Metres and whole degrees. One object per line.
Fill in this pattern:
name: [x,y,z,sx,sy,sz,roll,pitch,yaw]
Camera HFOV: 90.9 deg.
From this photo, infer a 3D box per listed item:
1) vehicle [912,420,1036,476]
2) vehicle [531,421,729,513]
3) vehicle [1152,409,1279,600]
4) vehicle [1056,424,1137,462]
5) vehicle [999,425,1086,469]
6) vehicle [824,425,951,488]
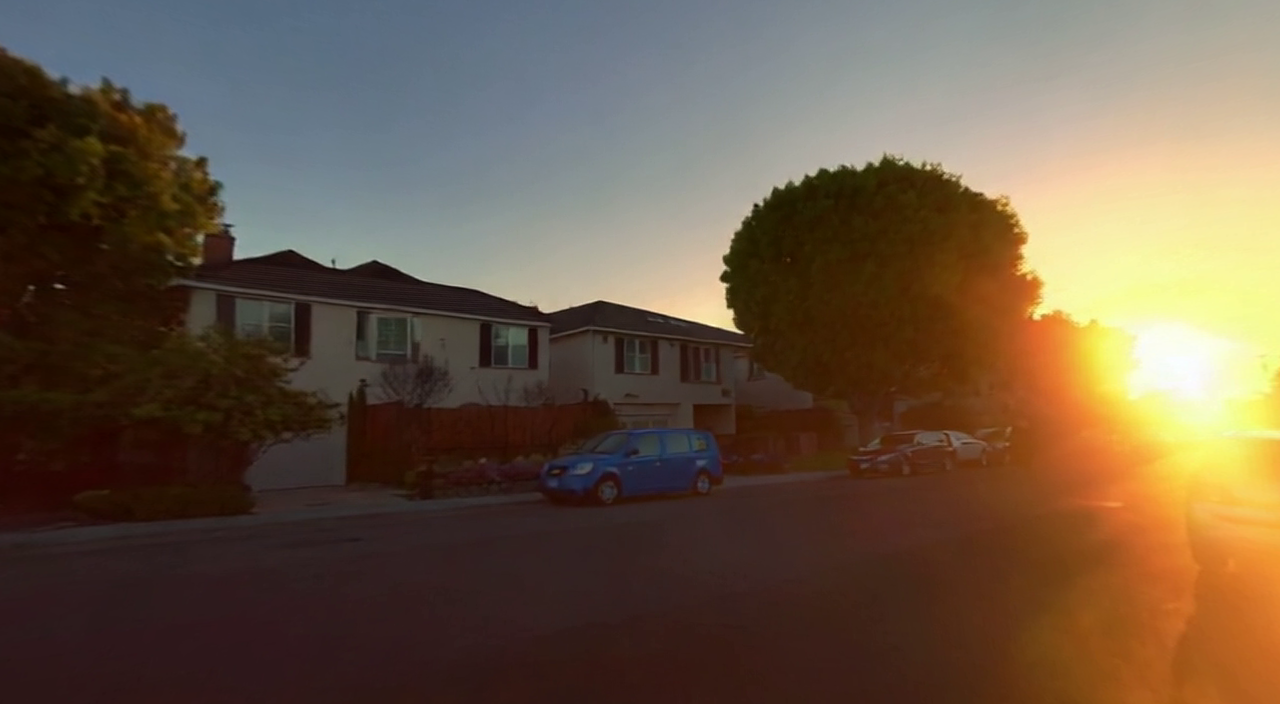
vehicle: [11.549,3.285,21.713,4.428,1.670,1.872,4,-12,-37]
vehicle: [-0.117,2.138,12.288,3.513,1.507,1.798,6,-9,-40]
vehicle: [6.861,1.371,6.249,4.226,1.507,2.008,7,-10,-42]
vehicle: [20.947,4.100,28.886,3.628,1.532,1.834,3,-7,-35]
vehicle: [16.086,3.763,25.125,3.465,1.549,1.734,5,-13,-39]
vehicle: [7.210,2.922,18.211,3.785,1.488,1.828,4,-7,-42]
